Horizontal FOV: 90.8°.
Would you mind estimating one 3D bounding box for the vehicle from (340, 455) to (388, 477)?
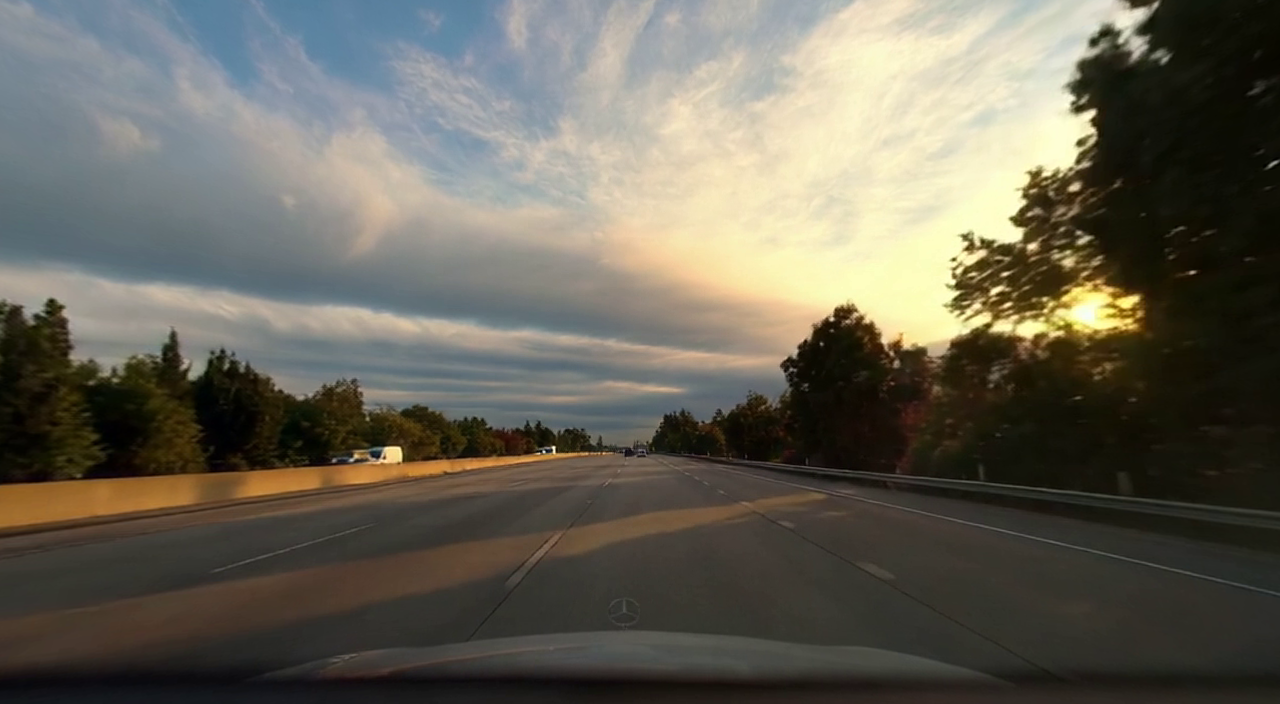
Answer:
[{"bbox_3d":[-19.696,8.146,45.229,1.728,1.495,3.757,0,-9,0],"label":"vehicle"}]
